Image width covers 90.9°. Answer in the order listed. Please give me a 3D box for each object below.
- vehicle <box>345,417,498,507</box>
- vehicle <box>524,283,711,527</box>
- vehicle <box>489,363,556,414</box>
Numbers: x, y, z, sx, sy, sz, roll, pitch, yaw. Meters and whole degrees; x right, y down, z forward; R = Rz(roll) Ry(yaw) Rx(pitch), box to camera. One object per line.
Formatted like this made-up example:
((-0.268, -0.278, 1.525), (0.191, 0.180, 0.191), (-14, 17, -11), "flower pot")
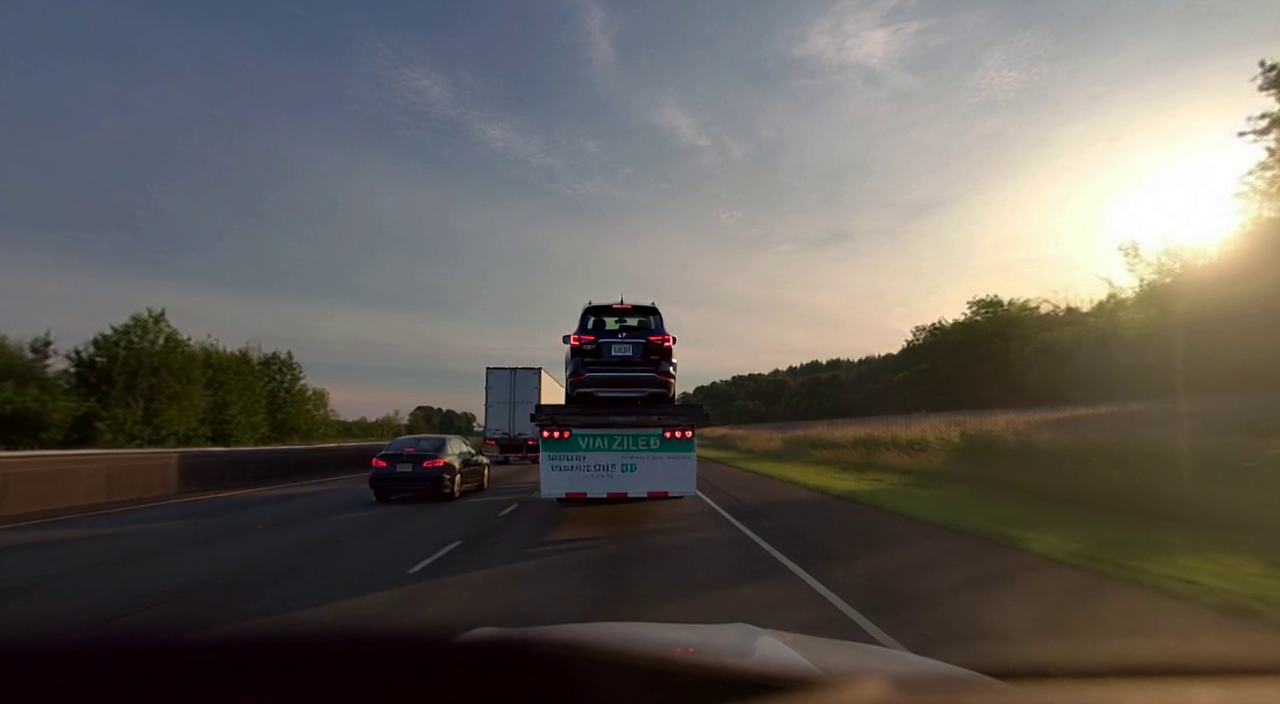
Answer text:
((-4.589, 2.351, 14.050), (1.914, 1.675, 4.331), (0, -7, -1), "vehicle")
((-0.481, 1.350, 14.015), (2.738, 3.628, 9.223), (0, -7, -2), "vehicle")
((-4.758, 1.611, 26.199), (2.118, 1.799, 4.591), (0, -7, -3), "vehicle")
